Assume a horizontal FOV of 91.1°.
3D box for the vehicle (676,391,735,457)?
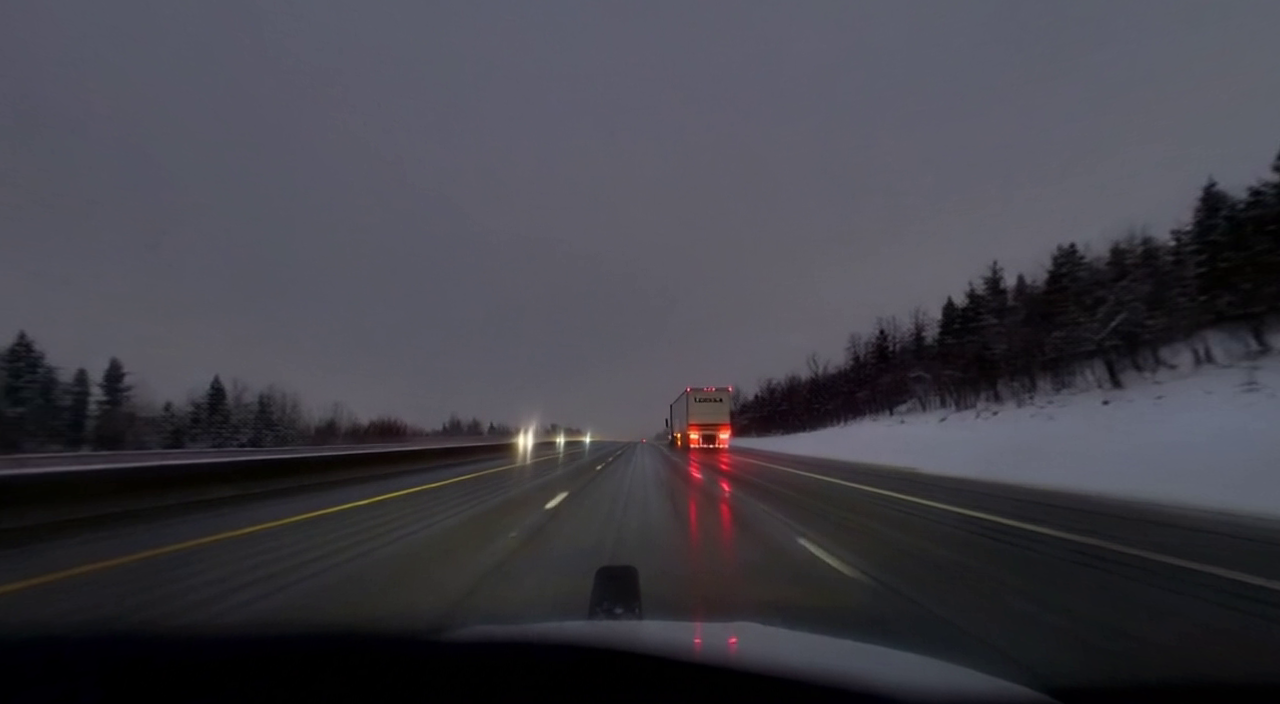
[{"bbox_3d":[4.407,5.331,45.475,2.920,4.029,13.900,0,-8,1],"label":"vehicle"}]
